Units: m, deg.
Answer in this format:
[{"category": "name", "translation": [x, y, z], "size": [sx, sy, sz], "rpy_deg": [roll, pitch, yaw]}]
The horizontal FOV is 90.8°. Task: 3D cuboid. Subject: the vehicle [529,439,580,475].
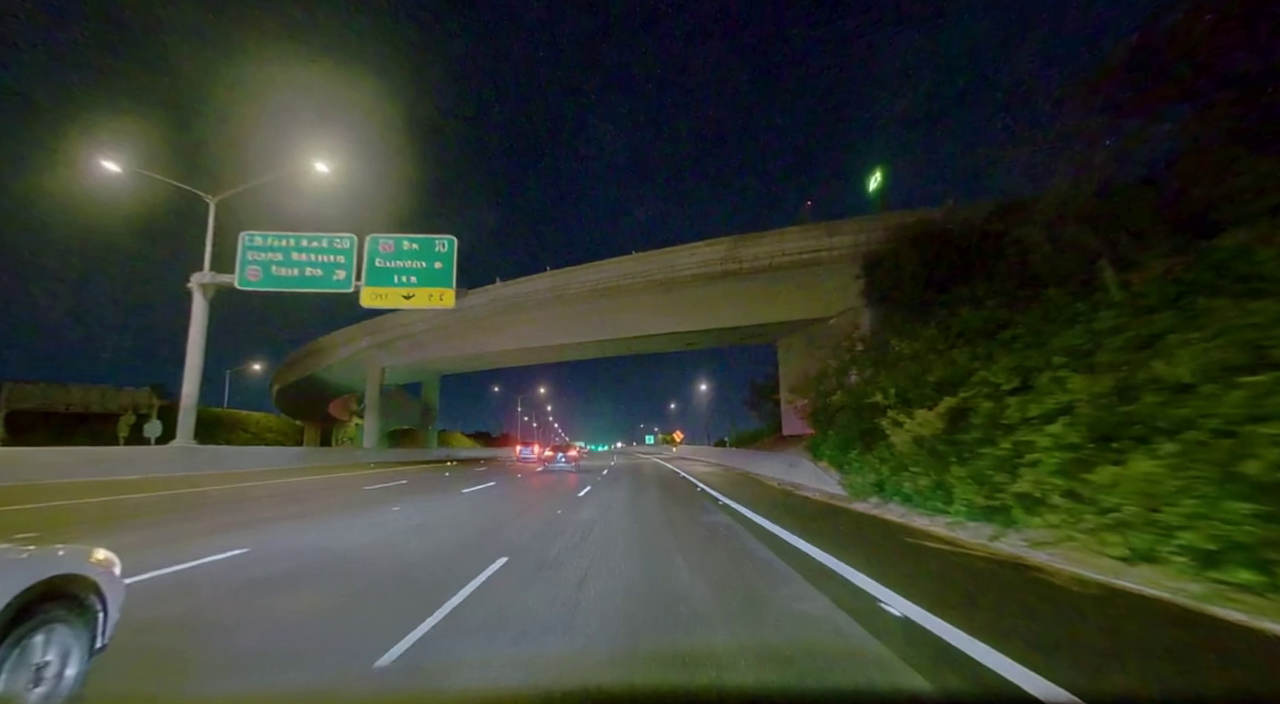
[{"category": "vehicle", "translation": [-4.085, 5.093, 30.863], "size": [1.971, 1.643, 4.009], "rpy_deg": [0, -8, -1]}]
